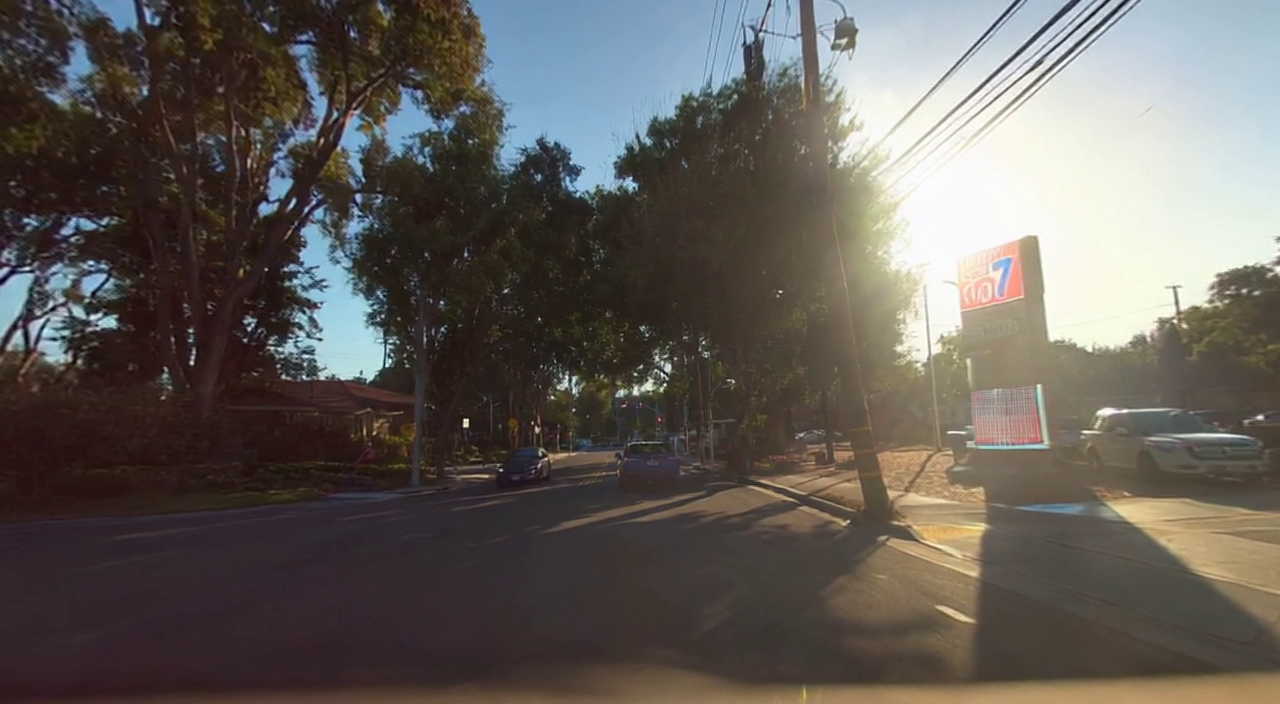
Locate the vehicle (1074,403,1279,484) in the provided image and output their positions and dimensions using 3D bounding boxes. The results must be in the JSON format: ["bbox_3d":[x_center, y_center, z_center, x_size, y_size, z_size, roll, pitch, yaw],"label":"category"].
[{"bbox_3d":[13.351,2.159,14.979,4.518,1.764,2.014,-1,-8,3],"label":"vehicle"}]

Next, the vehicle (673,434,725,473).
[{"bbox_3d":[3.196,5.470,34.272,2.553,1.868,5.536,-1,-8,5],"label":"vehicle"}]

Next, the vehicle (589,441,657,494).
[{"bbox_3d":[-0.570,3.493,19.484,1.874,1.427,3.976,0,-8,-3],"label":"vehicle"}]
